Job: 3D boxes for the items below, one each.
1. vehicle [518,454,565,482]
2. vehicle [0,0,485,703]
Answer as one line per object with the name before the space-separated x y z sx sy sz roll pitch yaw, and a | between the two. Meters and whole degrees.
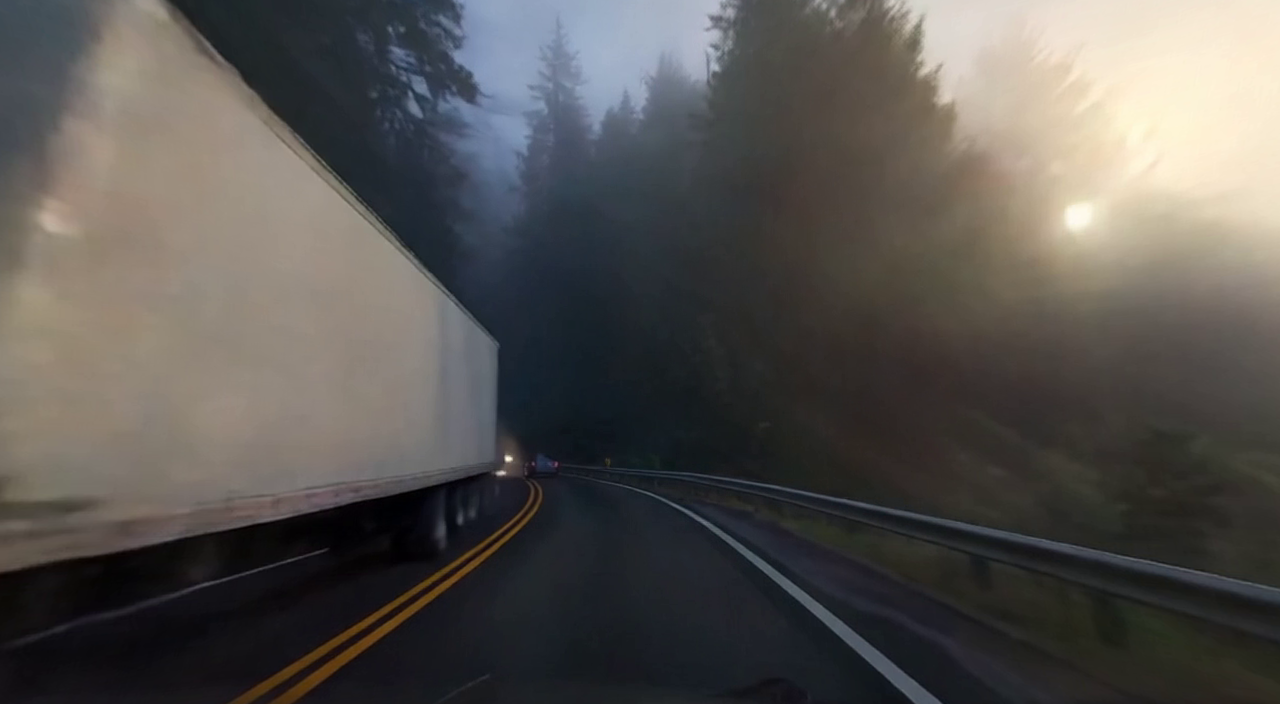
vehicle | -5.898 6.837 37.487 2.120 1.491 4.349 3 -9 -17
vehicle | -4.322 0.445 6.381 2.999 4.301 11.457 0 -8 -2
